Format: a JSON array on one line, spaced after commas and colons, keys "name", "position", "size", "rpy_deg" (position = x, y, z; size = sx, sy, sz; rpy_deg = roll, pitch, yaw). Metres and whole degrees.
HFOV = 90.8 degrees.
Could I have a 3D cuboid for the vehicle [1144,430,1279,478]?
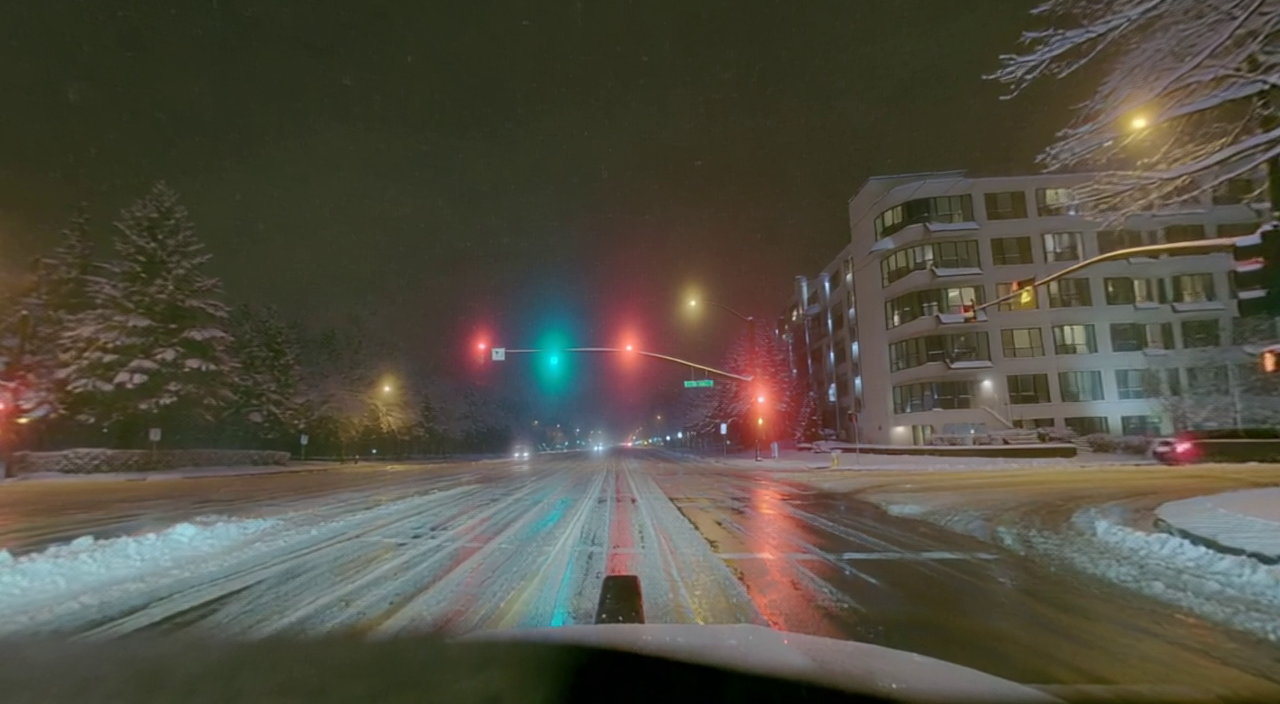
[{"name": "vehicle", "position": [23.925, 4.071, 25.330], "size": [5.357, 1.814, 2.141], "rpy_deg": [-1, -8, 5]}]
